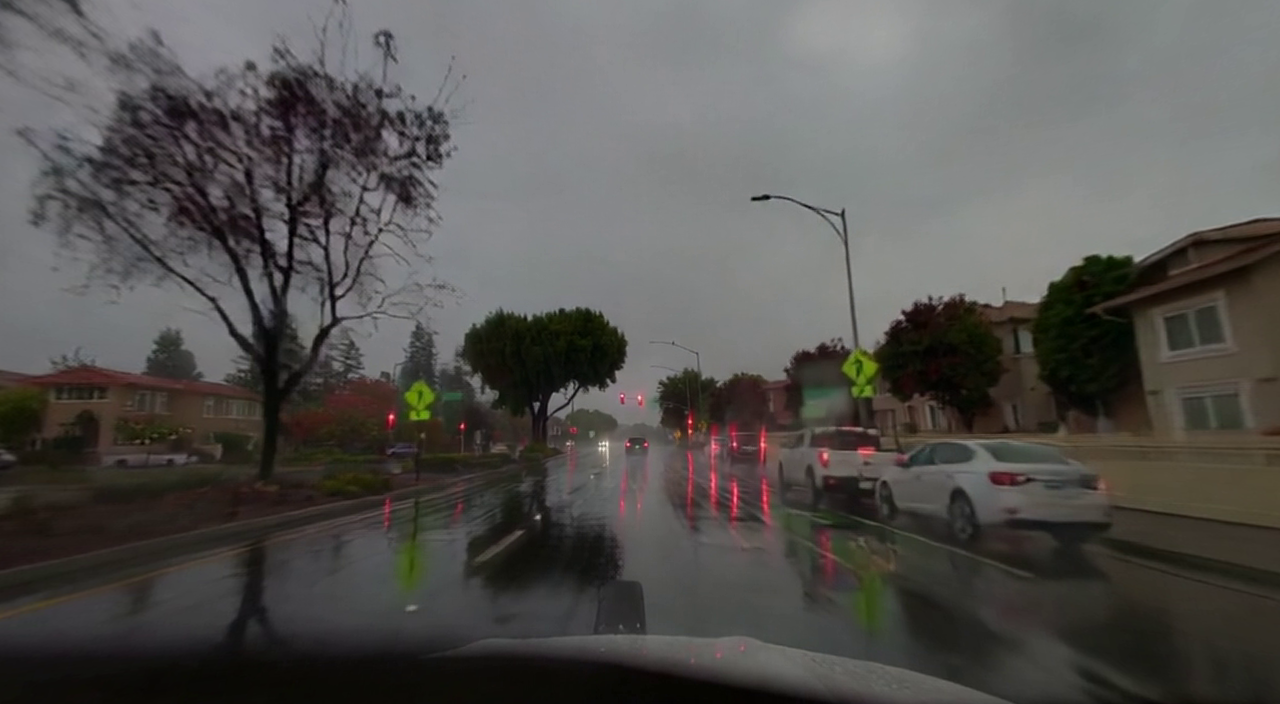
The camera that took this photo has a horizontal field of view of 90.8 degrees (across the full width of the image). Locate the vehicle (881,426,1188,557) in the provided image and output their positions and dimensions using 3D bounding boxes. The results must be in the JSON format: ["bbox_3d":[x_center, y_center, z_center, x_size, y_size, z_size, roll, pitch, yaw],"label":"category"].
[{"bbox_3d":[5.743,2.072,10.119,1.940,1.584,4.553,0,-9,0],"label":"vehicle"}]

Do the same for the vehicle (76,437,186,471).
[{"bbox_3d":[-36.553,7.312,45.456,5.817,2.386,2.307,0,-9,0],"label":"vehicle"}]

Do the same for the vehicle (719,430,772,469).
[{"bbox_3d":[5.573,5.174,33.885,2.008,1.930,4.919,0,-8,1],"label":"vehicle"}]

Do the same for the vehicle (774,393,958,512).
[{"bbox_3d":[5.455,2.603,16.598,2.324,2.468,6.422,1,-9,-1],"label":"vehicle"}]
